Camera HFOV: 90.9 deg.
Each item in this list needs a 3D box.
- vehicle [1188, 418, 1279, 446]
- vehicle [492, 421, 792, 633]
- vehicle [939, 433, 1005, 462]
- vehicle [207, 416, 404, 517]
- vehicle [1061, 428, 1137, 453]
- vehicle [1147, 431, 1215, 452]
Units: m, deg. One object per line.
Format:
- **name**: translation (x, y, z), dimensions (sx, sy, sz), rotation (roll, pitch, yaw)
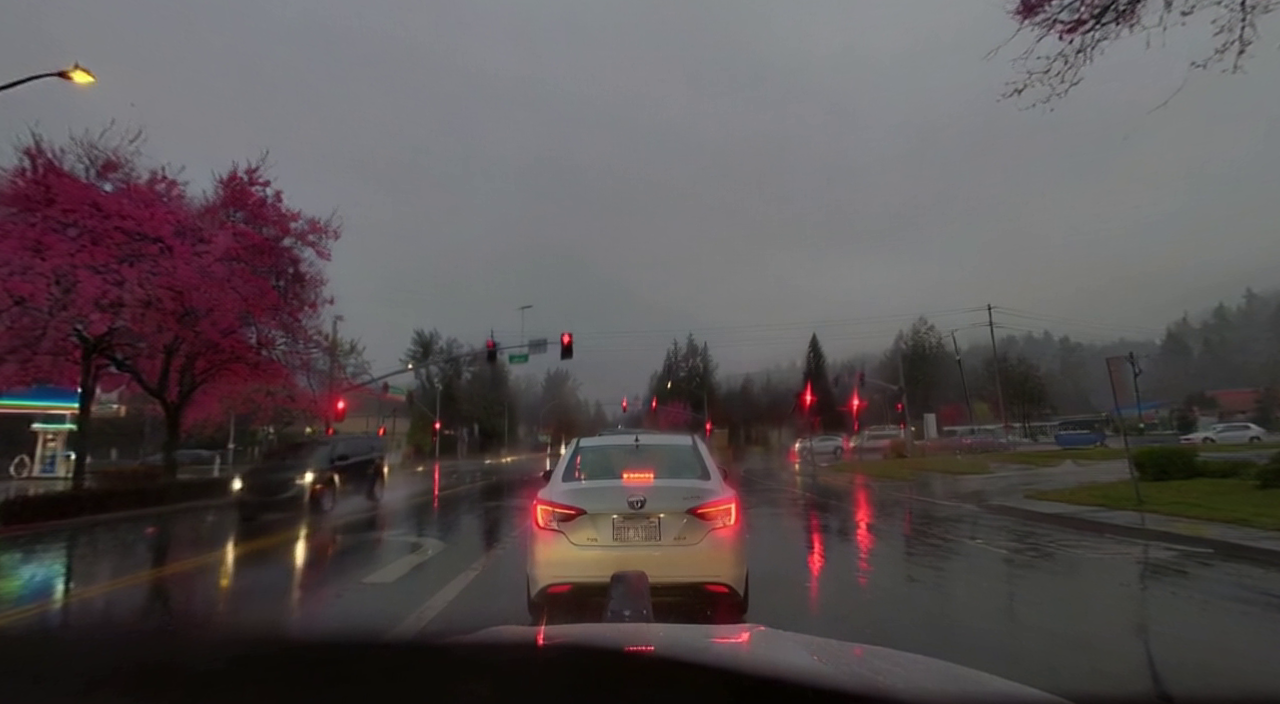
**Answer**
- **vehicle**: translation (36.315, 4.914, 38.457), dimensions (1.848, 1.581, 4.475), rotation (-1, -8, 3)
- **vehicle**: translation (-0.002, 1.545, 6.560), dimensions (2.112, 1.482, 4.057), rotation (0, -8, 0)
- **vehicle**: translation (18.380, 5.287, 34.848), dimensions (2.053, 1.495, 4.091), rotation (-8, -12, 44)
- **vehicle**: translation (-8.008, 2.781, 15.905), dimensions (2.378, 2.084, 5.225), rotation (0, -8, -4)
- **vehicle**: translation (34.787, 6.707, 47.837), dimensions (4.294, 1.557, 1.744), rotation (-4, -7, 1)
- **vehicle**: translation (40.936, 6.764, 47.706), dimensions (3.573, 1.432, 1.604), rotation (-3, -8, 1)
